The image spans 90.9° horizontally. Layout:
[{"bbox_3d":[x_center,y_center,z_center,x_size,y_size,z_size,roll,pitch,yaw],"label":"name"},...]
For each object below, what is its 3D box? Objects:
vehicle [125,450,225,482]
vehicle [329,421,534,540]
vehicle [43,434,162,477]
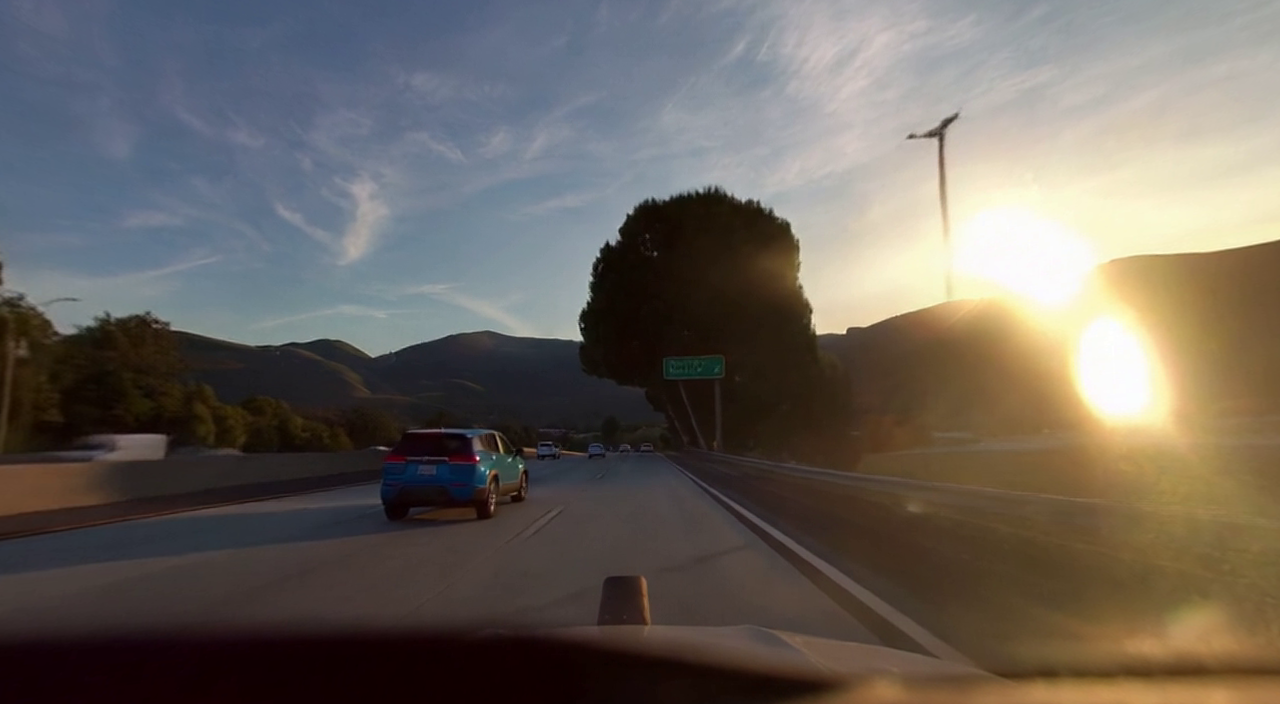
[{"bbox_3d":[-24.345,5.935,33.230,1.790,1.492,4.509,0,-8,0],"label":"vehicle"},{"bbox_3d":[-3.411,2.194,11.448,2.138,1.718,4.415,0,-8,1],"label":"vehicle"},{"bbox_3d":[-31.968,6.151,37.822,2.229,2.393,5.408,0,-8,1],"label":"vehicle"}]
